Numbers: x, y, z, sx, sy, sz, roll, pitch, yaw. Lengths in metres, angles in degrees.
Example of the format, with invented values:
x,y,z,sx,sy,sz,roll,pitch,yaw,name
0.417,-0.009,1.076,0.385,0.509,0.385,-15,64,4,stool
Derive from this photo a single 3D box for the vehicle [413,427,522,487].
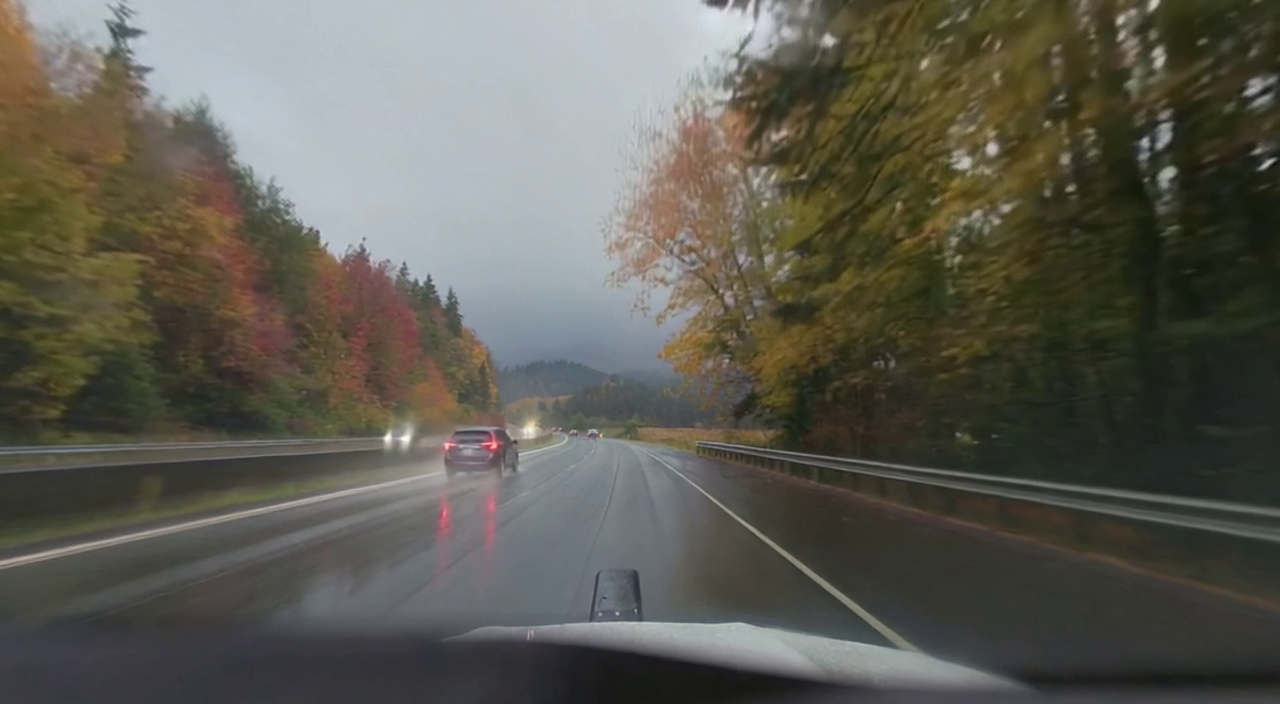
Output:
x,y,z,sx,sy,sz,roll,pitch,yaw,name
-4.932,3.044,18.707,2.073,1.559,4.393,0,-8,-1,vehicle

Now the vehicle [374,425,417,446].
x,y,z,sx,sy,sz,roll,pitch,yaw,name
-18.797,6.445,48.532,1.815,1.511,3.997,0,-8,-1,vehicle
